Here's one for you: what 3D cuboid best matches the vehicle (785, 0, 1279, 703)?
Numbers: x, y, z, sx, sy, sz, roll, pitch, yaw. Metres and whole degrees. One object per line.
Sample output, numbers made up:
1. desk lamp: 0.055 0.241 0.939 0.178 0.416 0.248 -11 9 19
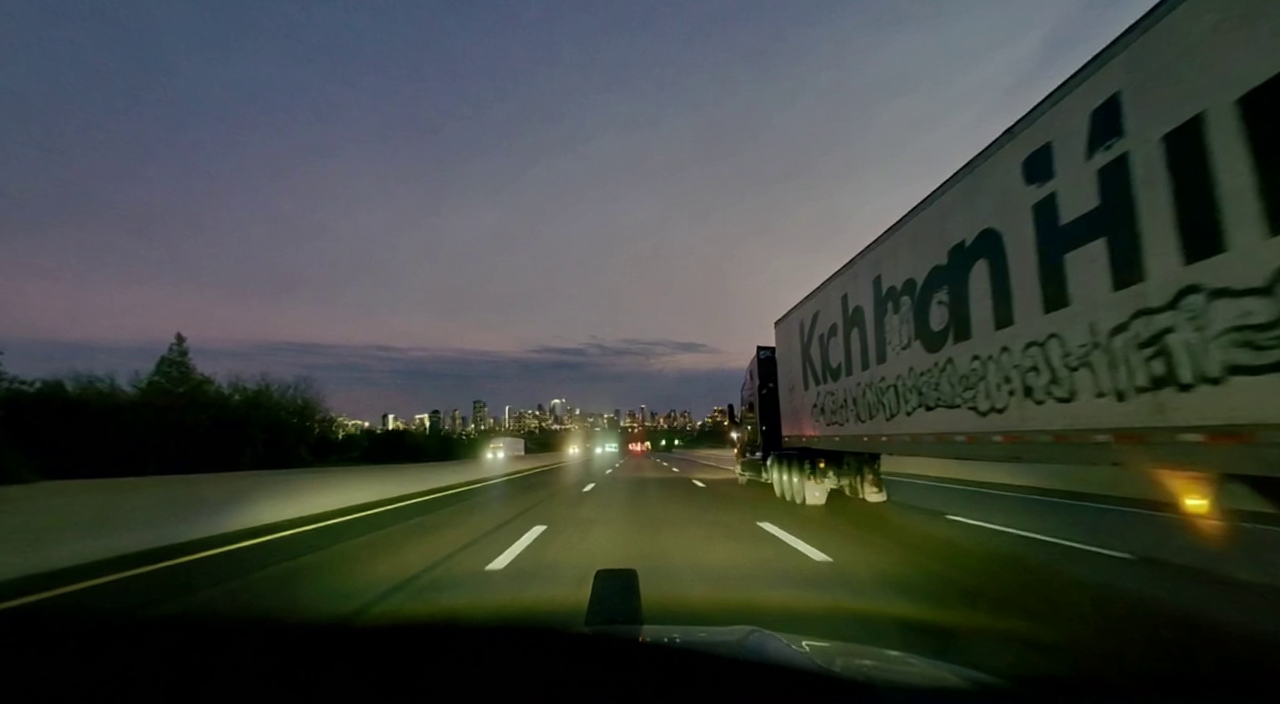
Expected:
1. vehicle: 4.499 -0.131 5.180 2.993 4.433 13.992 0 -9 -1
